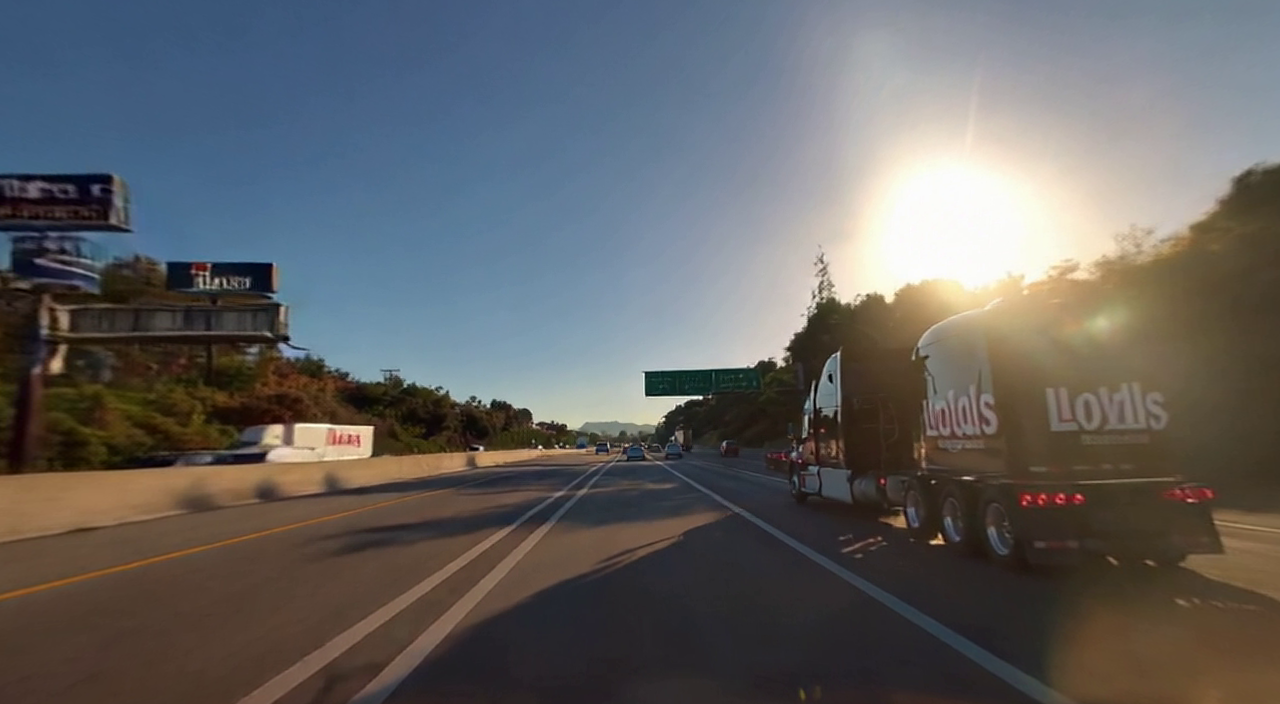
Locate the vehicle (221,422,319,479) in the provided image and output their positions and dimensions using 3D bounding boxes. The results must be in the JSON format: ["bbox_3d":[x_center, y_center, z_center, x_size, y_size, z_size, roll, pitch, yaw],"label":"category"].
[{"bbox_3d":[-27.524,7.347,47.448,3.027,3.952,7.052,0,-8,-1],"label":"vehicle"}]

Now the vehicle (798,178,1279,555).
[{"bbox_3d":[7.546,1.291,15.055,2.892,4.128,16.495,0,-8,-2],"label":"vehicle"}]

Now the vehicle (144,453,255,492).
[{"bbox_3d":[-19.467,5.319,28.204,1.858,1.546,4.335,0,-8,-1],"label":"vehicle"}]
